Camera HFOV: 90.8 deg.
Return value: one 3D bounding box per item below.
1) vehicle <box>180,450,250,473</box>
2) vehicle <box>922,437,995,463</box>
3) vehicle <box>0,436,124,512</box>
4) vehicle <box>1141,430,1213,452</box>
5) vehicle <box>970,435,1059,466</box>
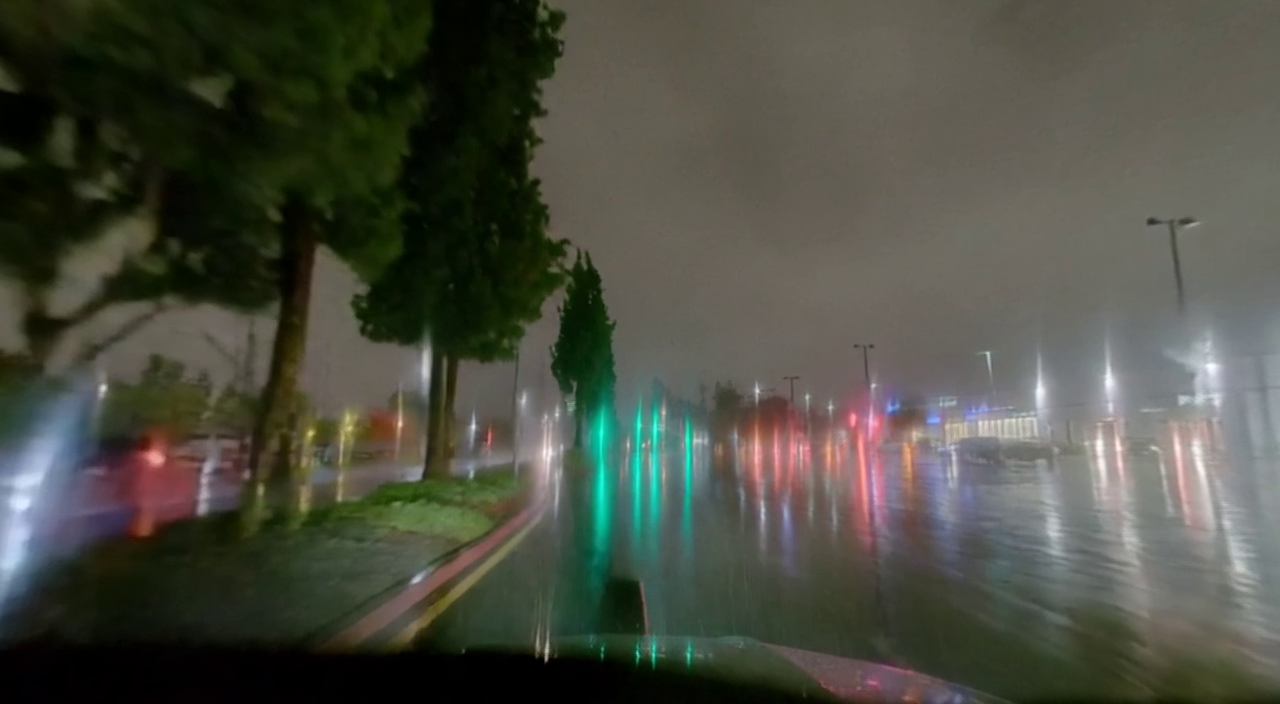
[{"bbox_3d":[-31.095,8.006,46.247,4.663,1.565,2.027,-5,-10,25],"label":"vehicle"},{"bbox_3d":[20.873,6.453,41.618,2.048,1.559,4.758,1,-9,-5],"label":"vehicle"},{"bbox_3d":[-16.003,3.024,15.927,1.875,1.766,4.824,0,-8,0],"label":"vehicle"},{"bbox_3d":[38.154,6.394,44.999,1.766,1.391,3.720,-1,-10,0],"label":"vehicle"},{"bbox_3d":[21.046,5.593,35.768,1.941,1.511,4.690,-2,-9,-3],"label":"vehicle"}]
